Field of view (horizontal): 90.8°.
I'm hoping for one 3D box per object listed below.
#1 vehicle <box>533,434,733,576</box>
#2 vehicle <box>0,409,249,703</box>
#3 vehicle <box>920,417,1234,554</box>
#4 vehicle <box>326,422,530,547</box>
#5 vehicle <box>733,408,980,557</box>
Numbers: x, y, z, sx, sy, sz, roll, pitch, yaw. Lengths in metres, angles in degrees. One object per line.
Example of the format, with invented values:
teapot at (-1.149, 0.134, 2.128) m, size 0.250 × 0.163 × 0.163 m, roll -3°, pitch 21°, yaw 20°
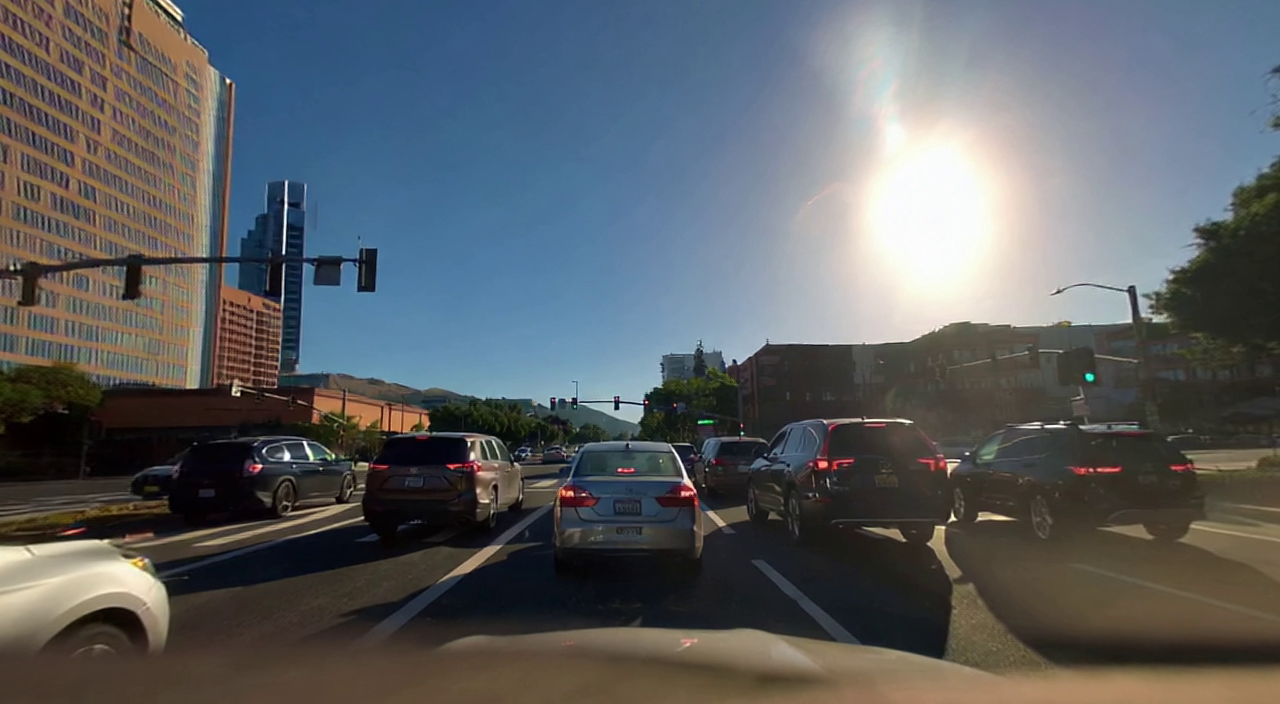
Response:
vehicle at (-0.106, 1.908, 8.677) m, size 2.098 × 1.461 × 3.958 m, roll 0°, pitch -8°, yaw -1°
vehicle at (-3.168, 0.789, 1.165) m, size 2.045 × 1.463 × 4.490 m, roll 0°, pitch -8°, yaw 0°
vehicle at (6.468, 1.999, 10.123) m, size 1.945 × 1.706 × 4.190 m, roll 0°, pitch -8°, yaw -1°
vehicle at (-3.320, 2.156, 10.955) m, size 2.033 × 1.714 × 4.278 m, roll 0°, pitch -8°, yaw 0°
vehicle at (2.954, 1.897, 9.898) m, size 2.138 × 1.778 × 4.422 m, roll 0°, pitch -8°, yaw -2°
